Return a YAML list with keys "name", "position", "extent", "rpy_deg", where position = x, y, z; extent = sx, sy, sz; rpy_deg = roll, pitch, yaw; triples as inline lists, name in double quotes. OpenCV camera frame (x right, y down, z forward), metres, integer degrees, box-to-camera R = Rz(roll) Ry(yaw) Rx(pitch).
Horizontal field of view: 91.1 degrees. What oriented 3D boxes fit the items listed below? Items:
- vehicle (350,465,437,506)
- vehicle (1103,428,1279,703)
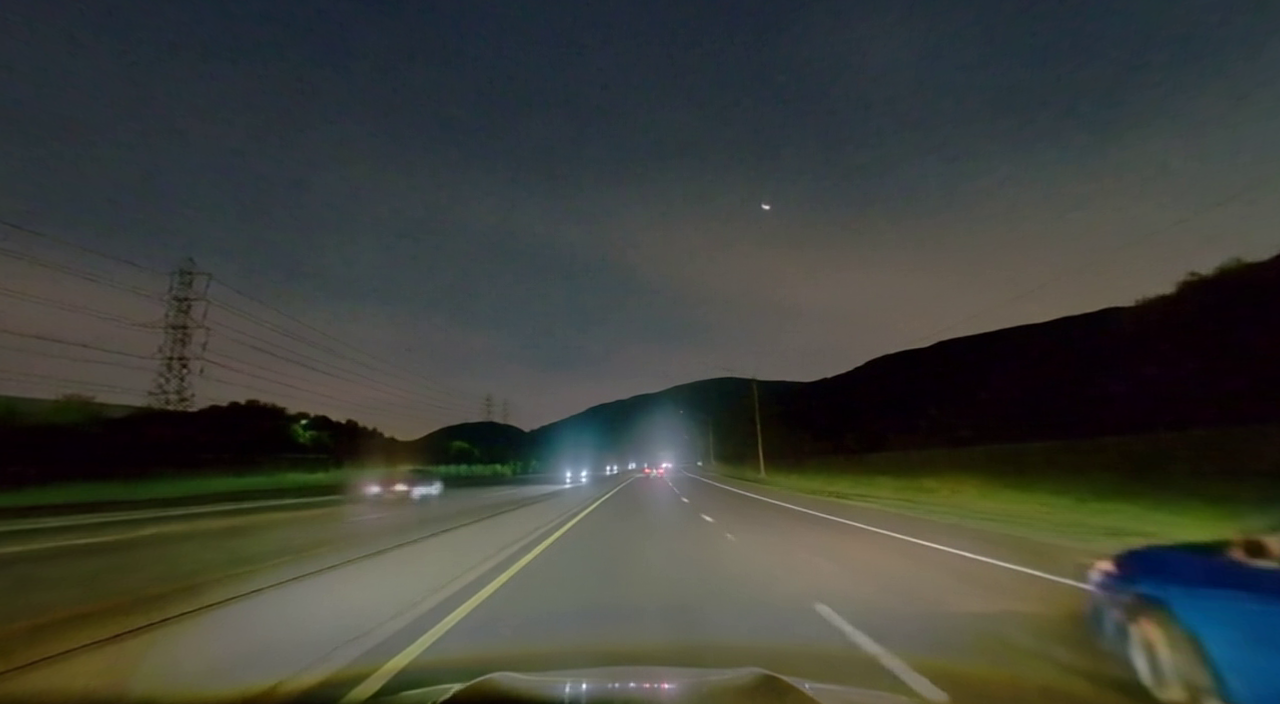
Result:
- name: "vehicle"
  position: [-11.058, 6.022, 28.572]
  extent: [2.023, 1.654, 4.480]
  rpy_deg: [1, -10, 2]
- name: "vehicle"
  position: [3.552, 0.894, 1.427]
  extent: [1.985, 1.521, 3.904]
  rpy_deg: [1, -10, 0]
